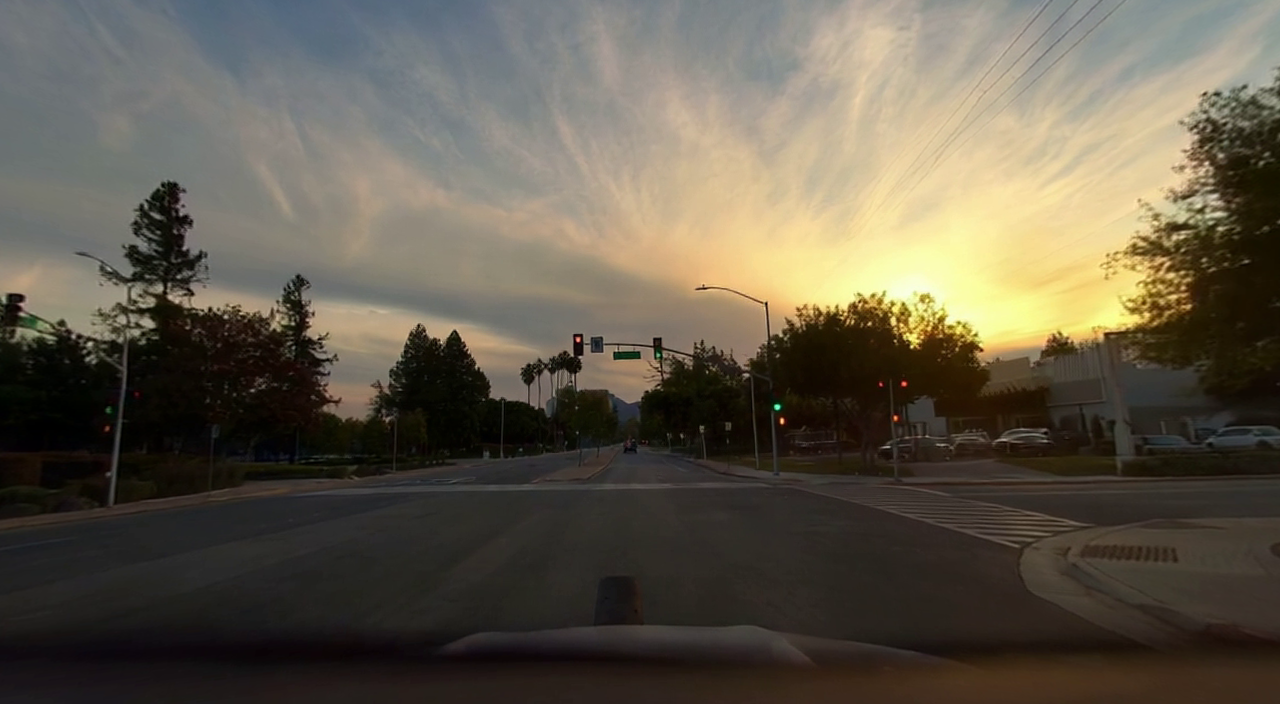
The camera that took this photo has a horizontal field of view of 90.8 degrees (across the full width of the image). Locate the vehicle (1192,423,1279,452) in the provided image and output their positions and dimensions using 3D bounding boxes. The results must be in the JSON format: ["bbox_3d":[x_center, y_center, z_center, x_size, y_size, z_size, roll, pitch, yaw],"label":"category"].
[{"bbox_3d":[34.090,4.866,35.745,1.832,1.521,4.266,0,-9,1],"label":"vehicle"}]

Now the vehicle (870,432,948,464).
[{"bbox_3d":[14.950,5.378,35.386,1.959,1.471,4.570,-4,-9,-5],"label":"vehicle"}]
